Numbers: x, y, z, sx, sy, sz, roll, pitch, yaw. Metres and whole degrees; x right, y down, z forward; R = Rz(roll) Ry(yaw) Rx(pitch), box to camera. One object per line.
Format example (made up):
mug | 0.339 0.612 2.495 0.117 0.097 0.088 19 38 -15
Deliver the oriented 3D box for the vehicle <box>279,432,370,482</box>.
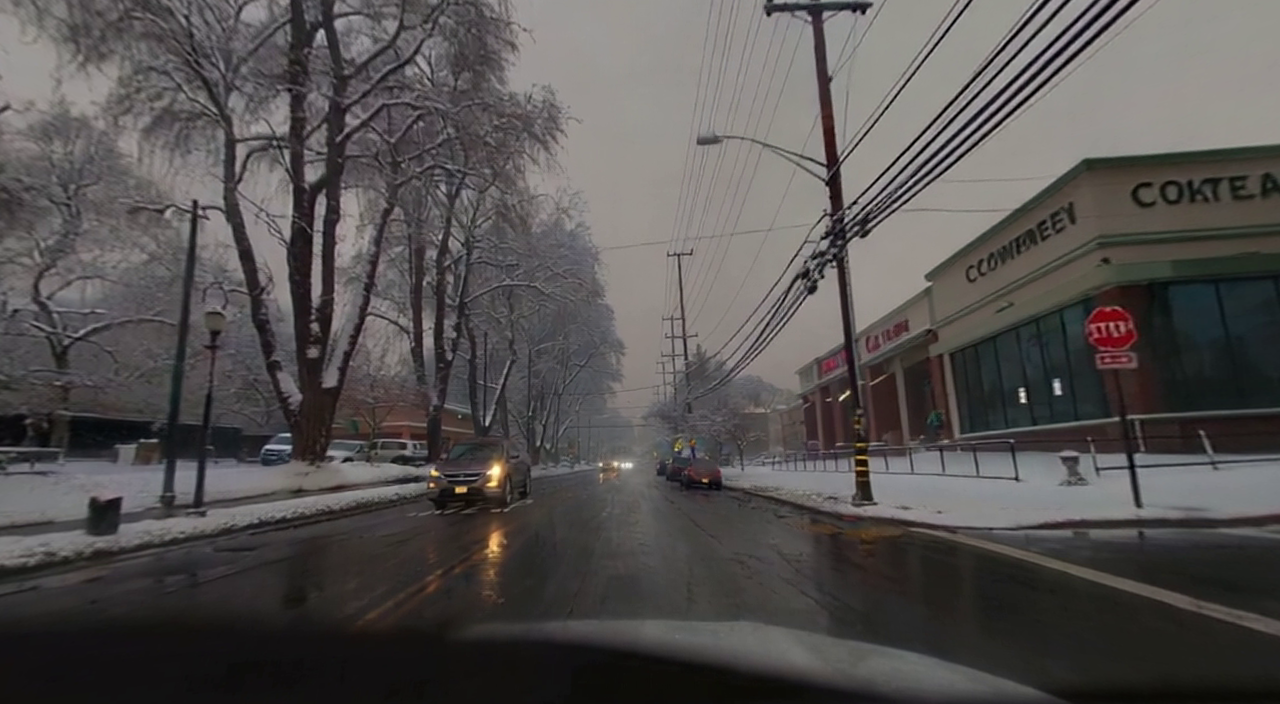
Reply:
vehicle | -18.778 6.208 38.062 2.256 2.668 5.979 -1 -7 1

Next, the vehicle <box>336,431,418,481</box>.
vehicle | -15.842 6.342 38.575 2.715 2.789 6.225 1 -9 -4

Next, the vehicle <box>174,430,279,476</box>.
vehicle | -24.705 6.045 38.141 2.288 2.514 5.886 0 -8 1

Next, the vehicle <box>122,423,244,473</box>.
vehicle | -27.398 5.781 38.320 2.249 2.760 6.636 0 -8 1

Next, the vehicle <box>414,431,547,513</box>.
vehicle | -4.234 3.265 17.815 2.495 1.966 4.846 0 -8 0

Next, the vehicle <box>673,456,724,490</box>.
vehicle | 2.696 5.672 29.804 1.877 1.373 3.854 0 -8 -3
